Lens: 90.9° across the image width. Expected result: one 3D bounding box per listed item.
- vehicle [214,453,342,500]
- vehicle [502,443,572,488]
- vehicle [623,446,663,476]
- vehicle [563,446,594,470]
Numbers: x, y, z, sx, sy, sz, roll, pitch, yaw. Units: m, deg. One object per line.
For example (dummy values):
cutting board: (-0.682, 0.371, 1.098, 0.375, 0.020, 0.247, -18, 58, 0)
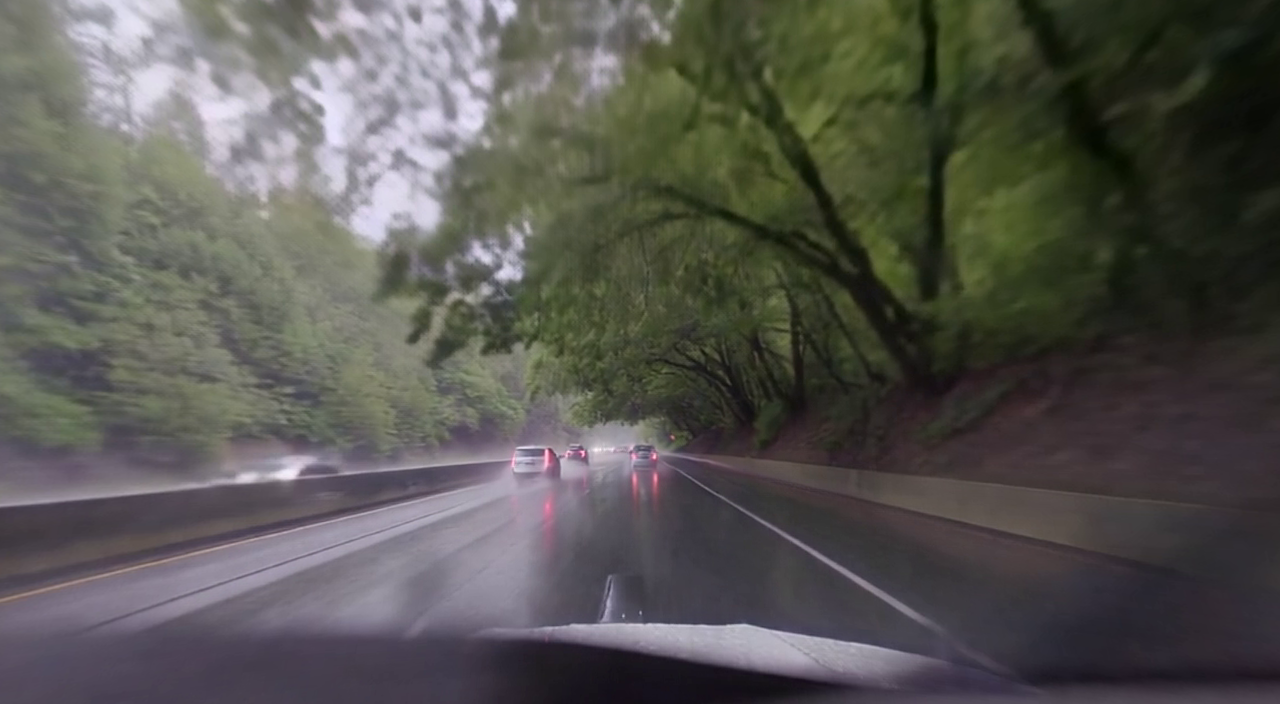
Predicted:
vehicle: (-12.421, 4.266, 22.002, 1.909, 1.442, 4.293, 0, -9, 0)
vehicle: (-3.773, 4.227, 23.707, 1.978, 1.538, 3.755, 0, -9, 0)
vehicle: (0.138, 5.795, 33.576, 2.001, 1.490, 3.914, 0, -9, 0)
vehicle: (-4.324, 7.501, 44.735, 1.834, 1.615, 3.624, 0, -9, 0)
